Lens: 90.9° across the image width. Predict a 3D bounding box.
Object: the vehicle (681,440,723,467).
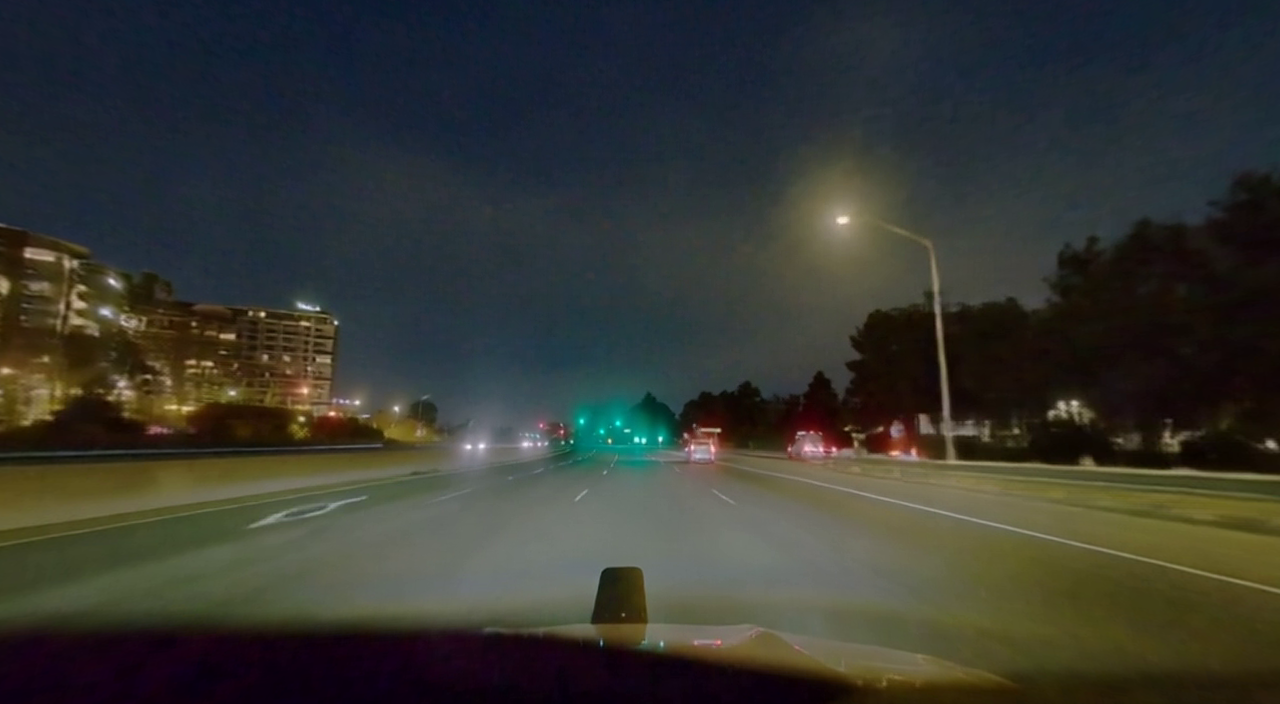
[{"bbox_3d":[3.622,6.020,37.483,1.926,1.477,4.025,0,-9,-2],"label":"vehicle"}]
